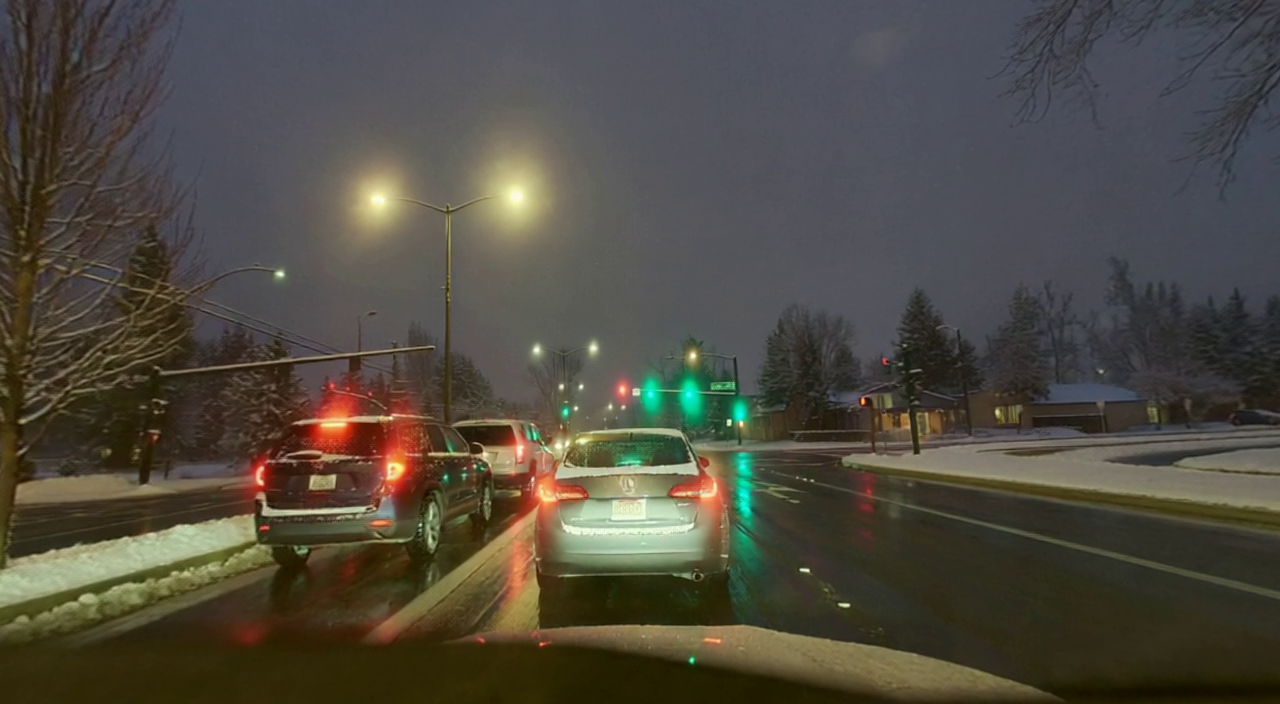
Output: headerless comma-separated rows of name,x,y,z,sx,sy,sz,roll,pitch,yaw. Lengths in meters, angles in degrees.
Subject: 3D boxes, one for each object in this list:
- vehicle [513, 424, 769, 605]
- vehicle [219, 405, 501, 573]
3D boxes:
vehicle,-0.046,1.646,7.307,2.126,1.475,3.967,0,-8,-2
vehicle,-3.420,1.755,8.834,2.046,1.751,4.208,0,-8,-1
